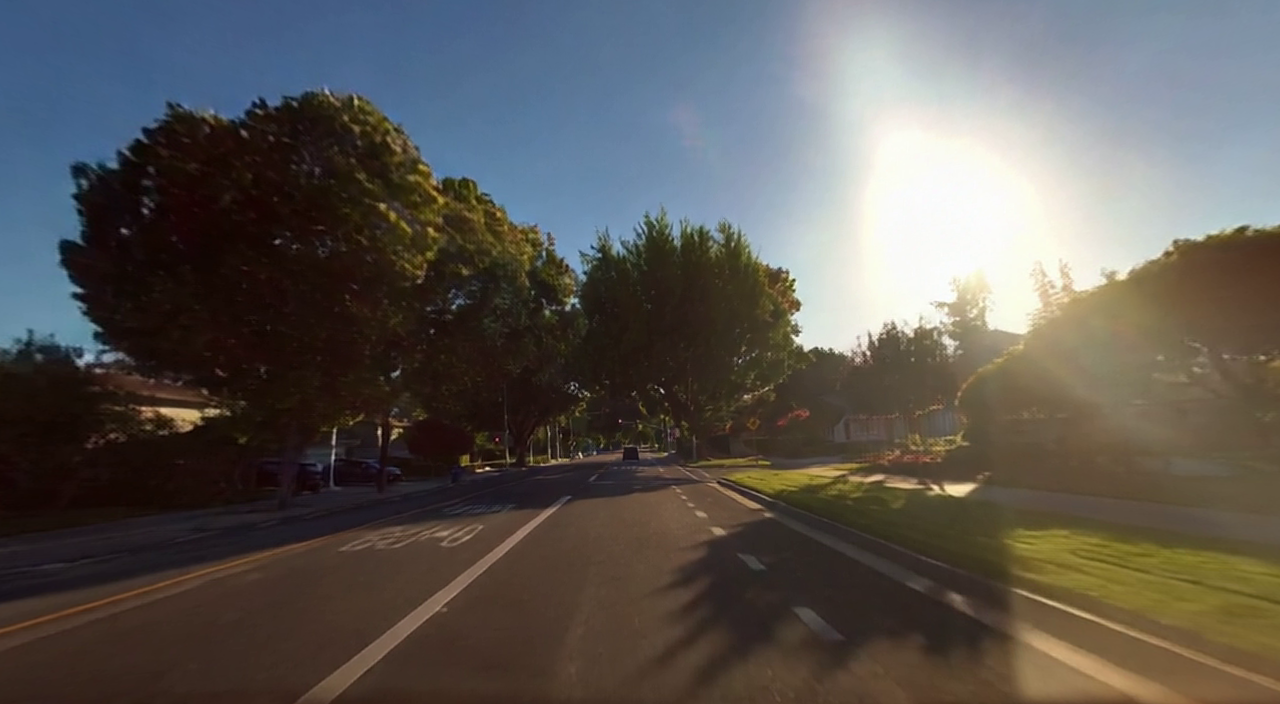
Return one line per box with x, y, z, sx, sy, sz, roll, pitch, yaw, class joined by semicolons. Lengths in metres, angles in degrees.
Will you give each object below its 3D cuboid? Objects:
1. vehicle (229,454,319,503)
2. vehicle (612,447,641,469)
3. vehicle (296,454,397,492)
-16.671;5.720;29.157;2.378;1.922;5.801;1;-9;-18;vehicle
-0.995;7.893;47.151;2.104;1.500;3.815;0;-9;-1;vehicle
-16.159;6.666;35.049;2.043;1.803;4.631;-12;-13;37;vehicle
